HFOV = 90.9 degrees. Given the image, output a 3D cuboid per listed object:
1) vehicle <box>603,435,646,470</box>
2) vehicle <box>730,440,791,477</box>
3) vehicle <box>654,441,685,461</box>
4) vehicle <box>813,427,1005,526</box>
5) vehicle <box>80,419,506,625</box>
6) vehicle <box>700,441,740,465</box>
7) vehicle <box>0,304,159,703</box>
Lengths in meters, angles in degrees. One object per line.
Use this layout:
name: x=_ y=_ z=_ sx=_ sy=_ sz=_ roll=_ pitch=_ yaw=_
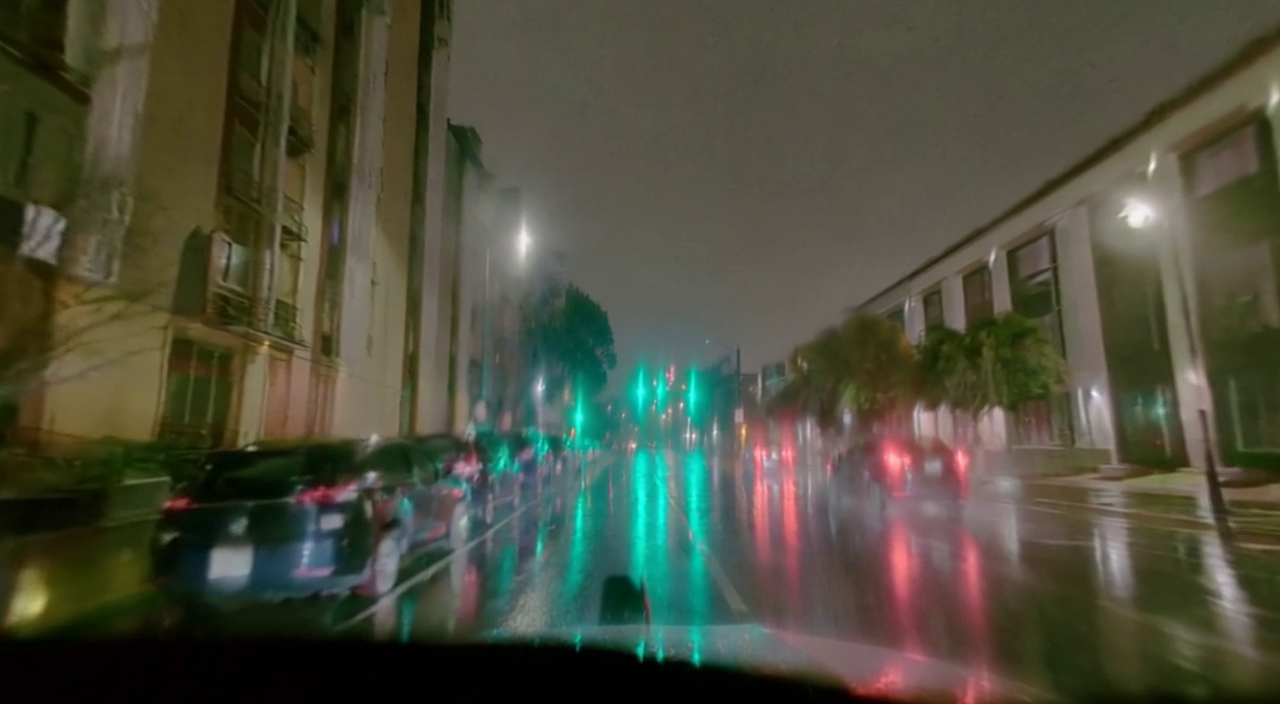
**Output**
vehicle: x=-0.741 y=5.238 z=33.021 sx=2.122 sy=1.689 sz=3.885 roll=0 pitch=-8 yaw=0
vehicle: x=5.085 y=4.540 z=27.007 sx=1.799 sy=1.463 sz=3.464 roll=0 pitch=-8 yaw=-2
vehicle: x=2.203 y=7.573 z=48.414 sx=2.182 sy=1.450 sz=4.013 roll=0 pitch=-8 yaw=-1
vehicle: x=4.985 y=2.353 z=12.448 sx=1.891 sy=1.599 sz=4.173 roll=0 pitch=-8 yaw=-1
vehicle: x=-3.081 y=1.614 z=7.165 sx=2.121 sy=1.490 sz=4.910 roll=0 pitch=-8 yaw=-1
vehicle: x=5.157 y=6.579 z=41.175 sx=1.917 sy=1.467 sz=4.452 roll=0 pitch=-8 yaw=-1
vehicle: x=-3.446 y=0.470 z=0.416 sx=2.187 sy=1.819 sz=5.101 roll=0 pitch=-8 yaw=0
